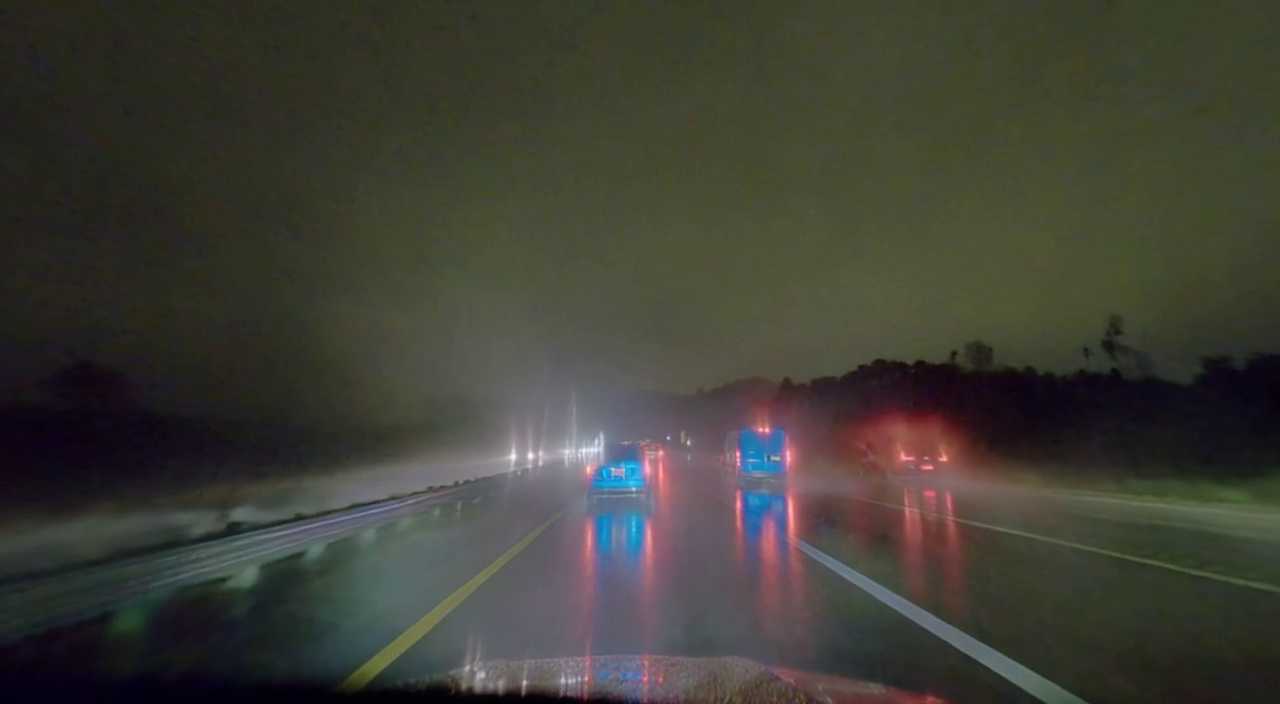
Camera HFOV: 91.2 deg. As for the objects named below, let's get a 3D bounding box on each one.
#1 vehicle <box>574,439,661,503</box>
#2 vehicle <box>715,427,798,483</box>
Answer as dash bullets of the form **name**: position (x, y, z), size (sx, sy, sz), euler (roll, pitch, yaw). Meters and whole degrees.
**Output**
- **vehicle**: position (-0.529, 3.083, 16.603), size (2.029, 1.483, 3.769), euler (0, -9, 0)
- **vehicle**: position (4.451, 4.050, 24.855), size (2.261, 1.952, 4.784), euler (0, -9, -1)
